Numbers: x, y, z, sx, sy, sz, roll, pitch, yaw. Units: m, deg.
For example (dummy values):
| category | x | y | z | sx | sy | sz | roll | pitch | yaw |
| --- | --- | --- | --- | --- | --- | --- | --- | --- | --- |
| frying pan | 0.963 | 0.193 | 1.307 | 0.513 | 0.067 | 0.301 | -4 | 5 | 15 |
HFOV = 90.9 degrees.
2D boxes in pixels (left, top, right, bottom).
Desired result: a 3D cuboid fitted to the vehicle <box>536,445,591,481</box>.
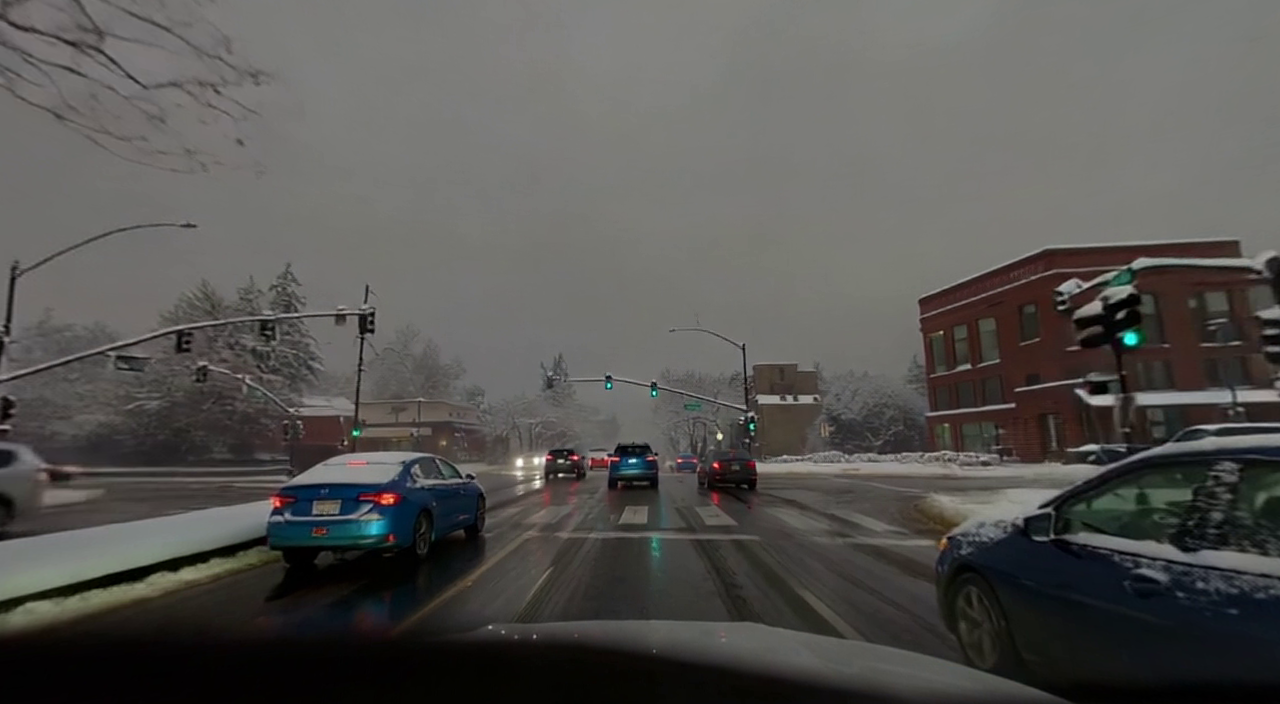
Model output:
| category | x | y | z | sx | sy | sz | roll | pitch | yaw |
| --- | --- | --- | --- | --- | --- | --- | --- | --- | --- |
| vehicle | -3.699 | 5.443 | 31.190 | 2.130 | 1.645 | 3.995 | 0 | -9 | 1 |

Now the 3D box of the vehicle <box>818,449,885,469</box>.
| category | x | y | z | sx | sy | sz | roll | pitch | yaw |
| --- | --- | --- | --- | --- | --- | --- | --- | --- | --- |
| vehicle | 16.175 | 8.194 | 48.367 | 4.407 | 1.492 | 1.930 | 0 | -9 | 2 |

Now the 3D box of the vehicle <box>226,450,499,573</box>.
| category | x | y | z | sx | sy | sz | roll | pitch | yaw |
| --- | --- | --- | --- | --- | --- | --- | --- | --- | --- |
| vehicle | -3.622 | 2.127 | 9.201 | 2.115 | 1.369 | 3.908 | 0 | -9 | 2 |

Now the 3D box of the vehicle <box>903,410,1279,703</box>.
| category | x | y | z | sx | sy | sz | roll | pitch | yaw |
| --- | --- | --- | --- | --- | --- | --- | --- | --- | --- |
| vehicle | 3.096 | 1.029 | 2.668 | 2.052 | 1.475 | 4.540 | 0 | -9 | 1 |

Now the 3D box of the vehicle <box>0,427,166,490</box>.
| category | x | y | z | sx | sy | sz | roll | pitch | yaw |
| --- | --- | --- | --- | --- | --- | --- | --- | --- | --- |
| vehicle | -35.100 | 6.298 | 37.619 | 12.467 | 3.385 | 3.314 | -2 | -9 | 13 |

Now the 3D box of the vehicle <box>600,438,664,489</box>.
| category | x | y | z | sx | sy | sz | roll | pitch | yaw |
| --- | --- | --- | --- | --- | --- | --- | --- | --- | --- |
| vehicle | -0.297 | 4.469 | 25.608 | 2.361 | 1.898 | 4.465 | 0 | -9 | 0 |

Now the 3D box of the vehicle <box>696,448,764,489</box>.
| category | x | y | z | sx | sy | sz | roll | pitch | yaw |
| --- | --- | --- | --- | --- | --- | --- | --- | --- | --- |
| vehicle | 3.476 | 4.599 | 25.247 | 2.058 | 1.472 | 4.317 | 0 | -9 | 0 |

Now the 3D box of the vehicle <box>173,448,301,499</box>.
| category | x | y | z | sx | sy | sz | roll | pitch | yaw |
| --- | --- | --- | --- | --- | --- | --- | --- | --- | --- |
| vehicle | -16.102 | 4.814 | 25.564 | 1.906 | 1.839 | 4.845 | 0 | -9 | 0 |
